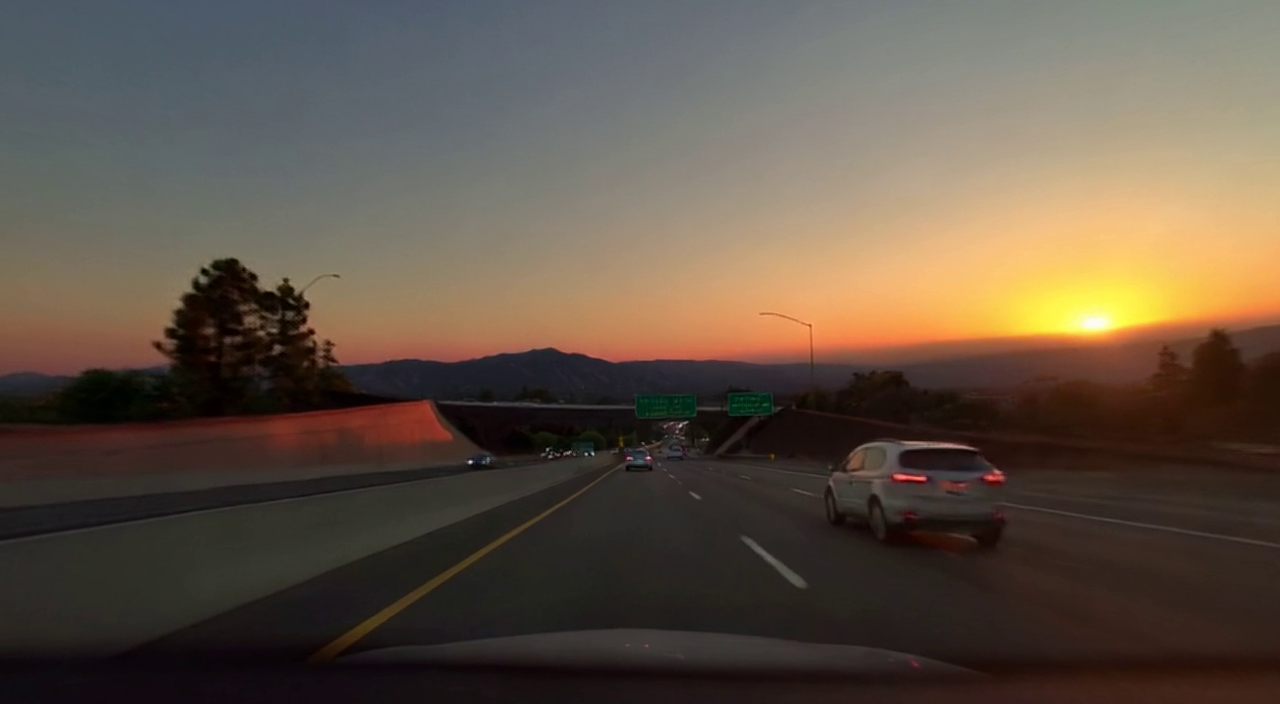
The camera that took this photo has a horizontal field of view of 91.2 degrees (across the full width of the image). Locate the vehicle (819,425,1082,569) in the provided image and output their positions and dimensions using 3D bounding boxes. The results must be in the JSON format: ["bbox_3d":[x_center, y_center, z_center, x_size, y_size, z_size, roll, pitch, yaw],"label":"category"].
[{"bbox_3d":[4.078,1.959,9.134,1.969,1.595,3.964,-1,-9,4],"label":"vehicle"}]

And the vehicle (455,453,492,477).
[{"bbox_3d":[-12.549,8.521,47.514,1.992,1.638,4.416,0,-9,-6],"label":"vehicle"}]

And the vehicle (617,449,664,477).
[{"bbox_3d":[0.073,6.843,38.870,2.084,1.594,4.219,-2,-9,12],"label":"vehicle"}]
